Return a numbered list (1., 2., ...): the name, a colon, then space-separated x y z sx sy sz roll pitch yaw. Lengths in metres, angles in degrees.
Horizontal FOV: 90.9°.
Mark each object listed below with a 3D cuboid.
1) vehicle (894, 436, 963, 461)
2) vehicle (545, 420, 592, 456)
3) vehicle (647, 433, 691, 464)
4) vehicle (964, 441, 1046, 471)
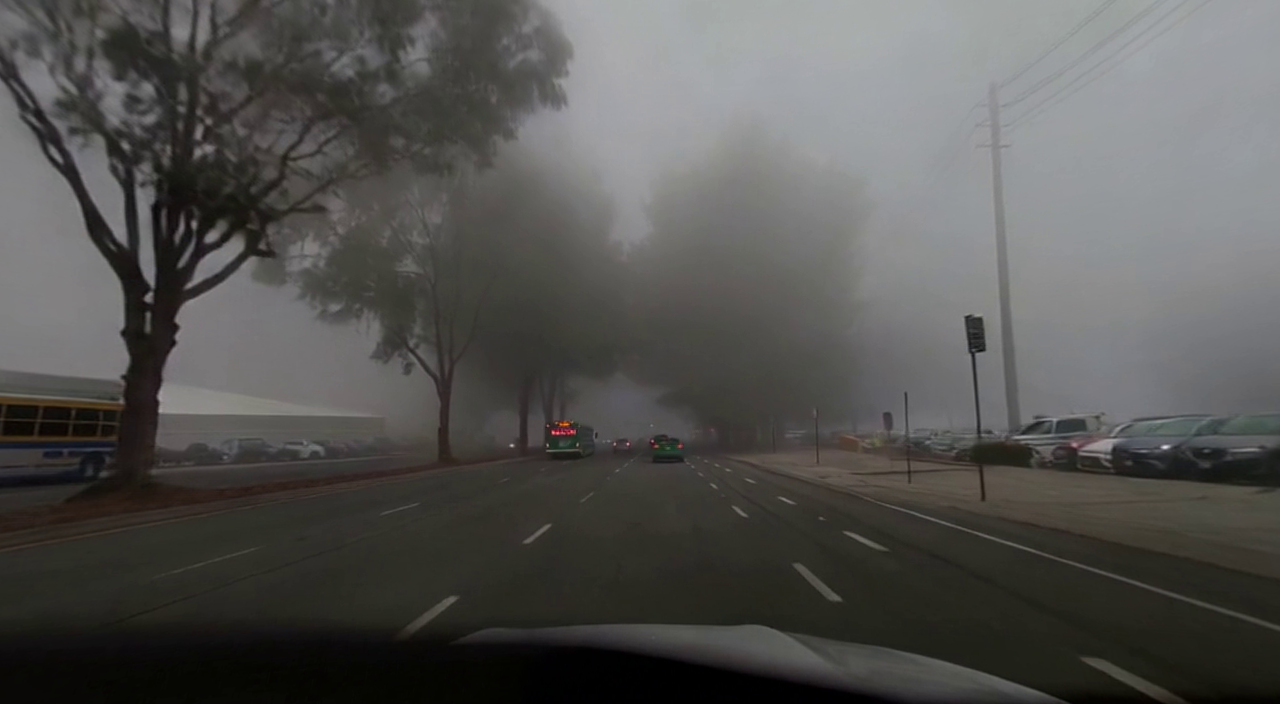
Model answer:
1. vehicle: 20.294 6.816 44.691 2.229 1.661 5.991 0 -9 2
2. vehicle: -5.285 6.559 47.817 2.485 2.556 6.363 -1 -9 3
3. vehicle: 1.469 5.044 32.890 2.123 1.498 4.226 0 -9 1
4. vehicle: 19.672 5.607 34.252 1.849 1.466 4.831 -1 -9 4
